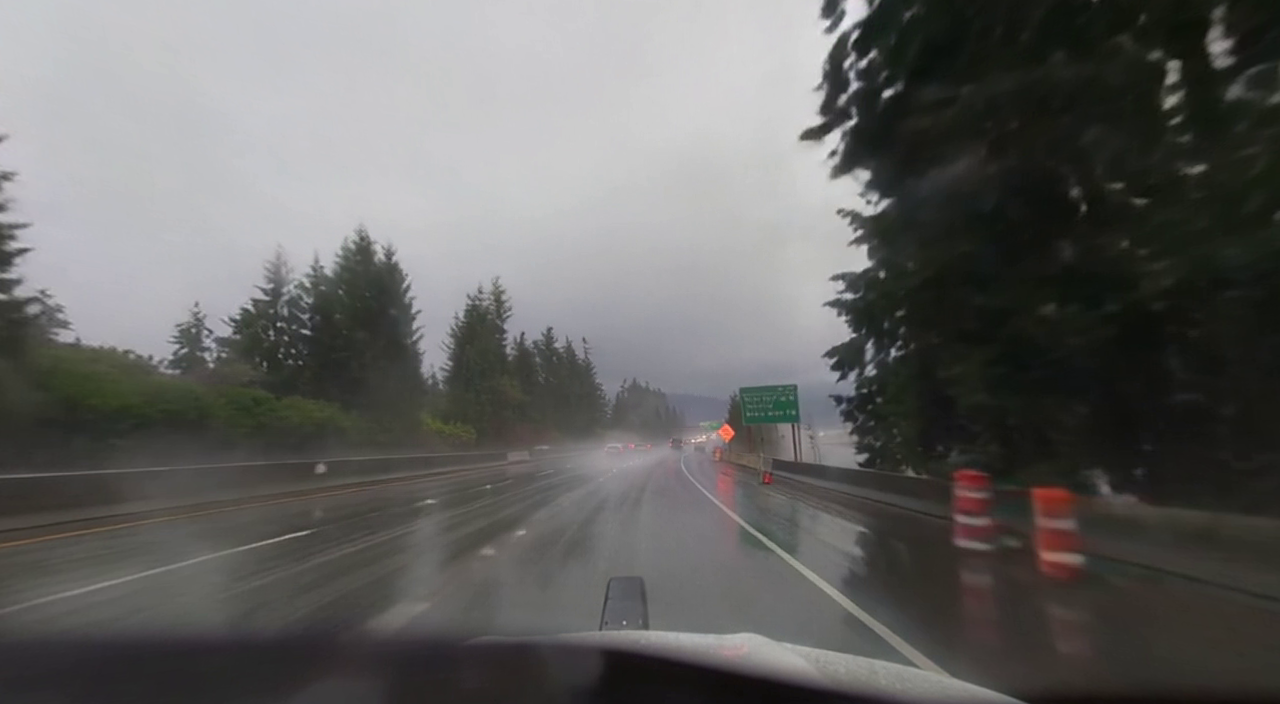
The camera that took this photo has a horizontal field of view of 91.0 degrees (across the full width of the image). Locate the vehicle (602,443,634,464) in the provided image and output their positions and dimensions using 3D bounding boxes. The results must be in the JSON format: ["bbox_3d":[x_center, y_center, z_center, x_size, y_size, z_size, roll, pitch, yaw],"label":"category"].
[{"bbox_3d":[-1.552,7.278,45.390,2.118,1.475,4.263,0,-8,1],"label":"vehicle"}]
